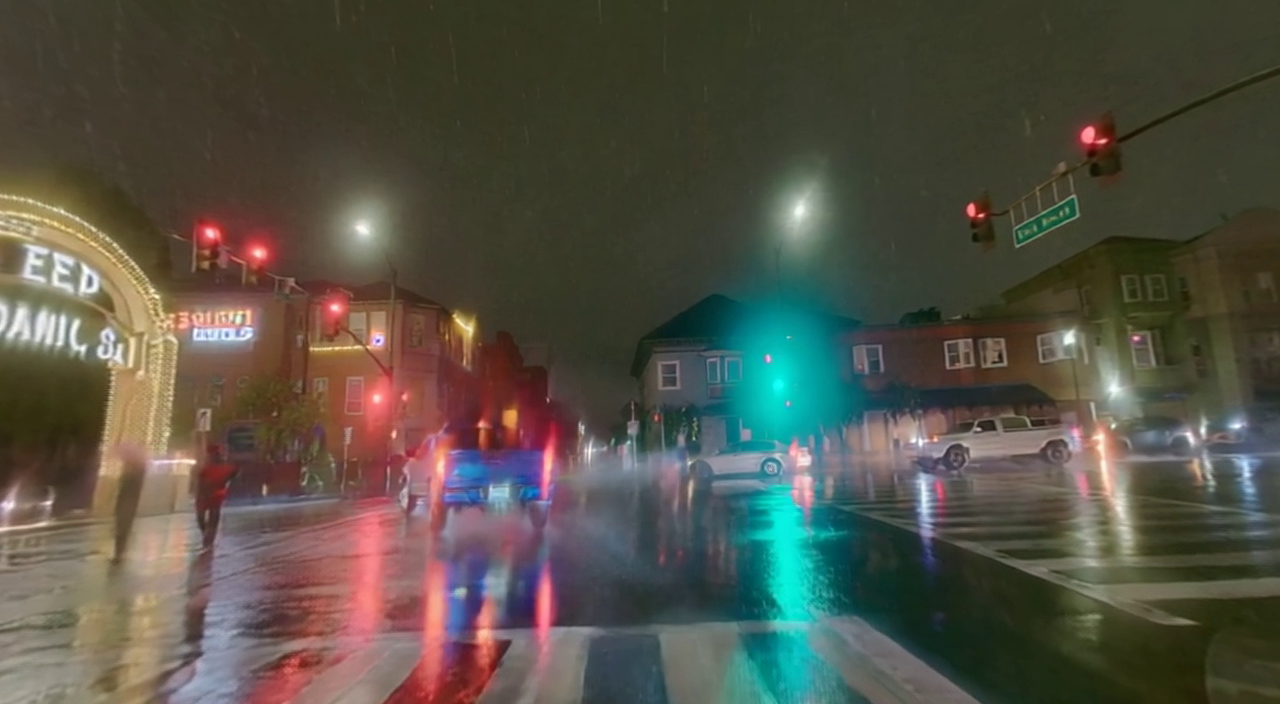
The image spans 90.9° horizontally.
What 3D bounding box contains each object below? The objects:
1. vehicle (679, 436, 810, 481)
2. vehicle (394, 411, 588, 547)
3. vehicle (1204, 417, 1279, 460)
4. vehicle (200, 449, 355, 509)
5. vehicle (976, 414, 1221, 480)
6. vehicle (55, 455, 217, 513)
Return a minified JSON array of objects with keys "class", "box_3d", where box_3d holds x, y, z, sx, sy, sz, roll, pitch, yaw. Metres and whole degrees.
[{"class":"vehicle","box_3d":[3.724,3.898,23.182,4.515,1.583,1.920,0,-8,2]},{"class":"vehicle","box_3d":[-3.232,2.346,12.522,2.477,2.020,5.534,4,-9,-26]},{"class":"vehicle","box_3d":[25.306,3.460,25.167,3.662,1.666,1.937,0,-8,-1]},{"class":"vehicle","box_3d":[-13.871,4.869,24.340,4.799,1.909,2.011,-3,-7,2]},{"class":"vehicle","box_3d":[11.172,2.344,15.600,4.600,1.506,1.878,0,-8,-2]},{"class":"vehicle","box_3d":[-19.259,5.037,24.253,4.398,2.057,1.959,0,-8,-2]}]
